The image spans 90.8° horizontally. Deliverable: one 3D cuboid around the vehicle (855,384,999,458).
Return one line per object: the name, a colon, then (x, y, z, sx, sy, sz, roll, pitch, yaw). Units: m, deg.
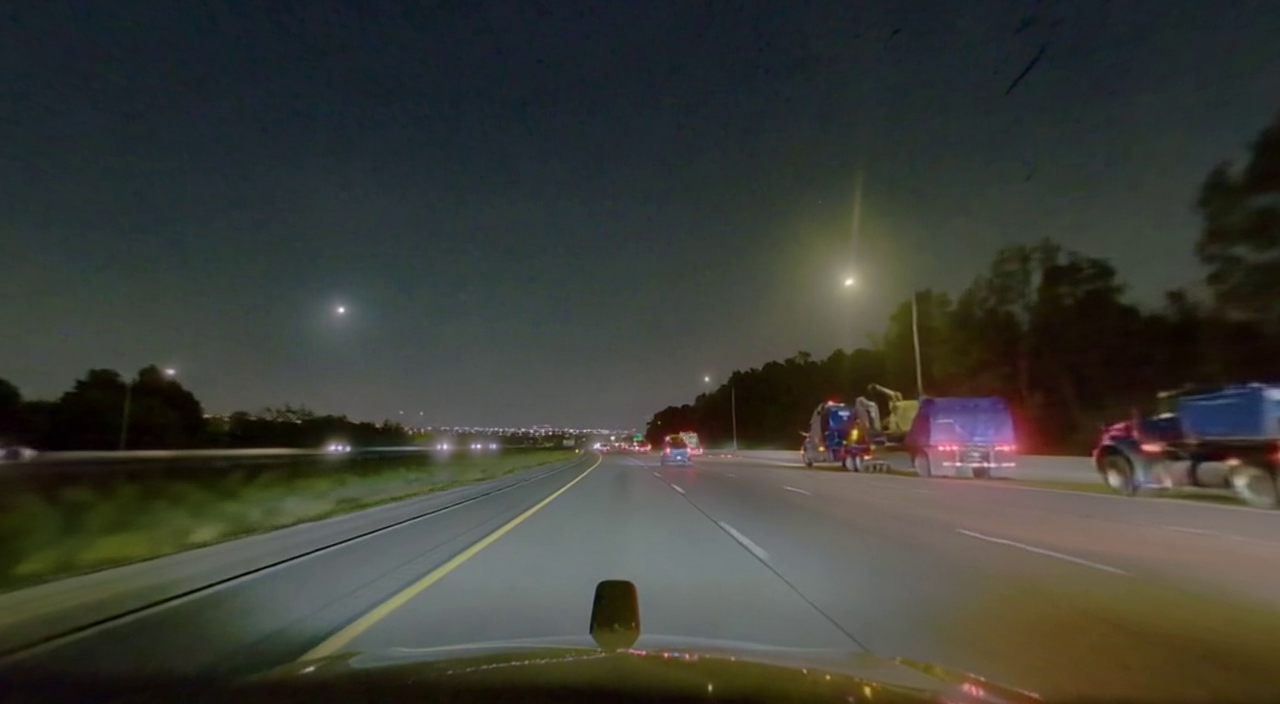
vehicle: (13.558, 3.473, 30.637, 3.476, 3.195, 6.407, 1, -8, -5)

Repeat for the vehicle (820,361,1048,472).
vehicle: (13.652, 3.614, 32.181, 3.968, 4.321, 14.566, 1, -8, -3)

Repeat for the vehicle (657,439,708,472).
vehicle: (2.298, 5.753, 35.427, 2.305, 1.729, 4.526, 0, -8, -3)

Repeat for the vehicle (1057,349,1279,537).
vehicle: (10.592, 1.473, 10.217, 2.873, 2.663, 6.922, 0, -8, 0)
